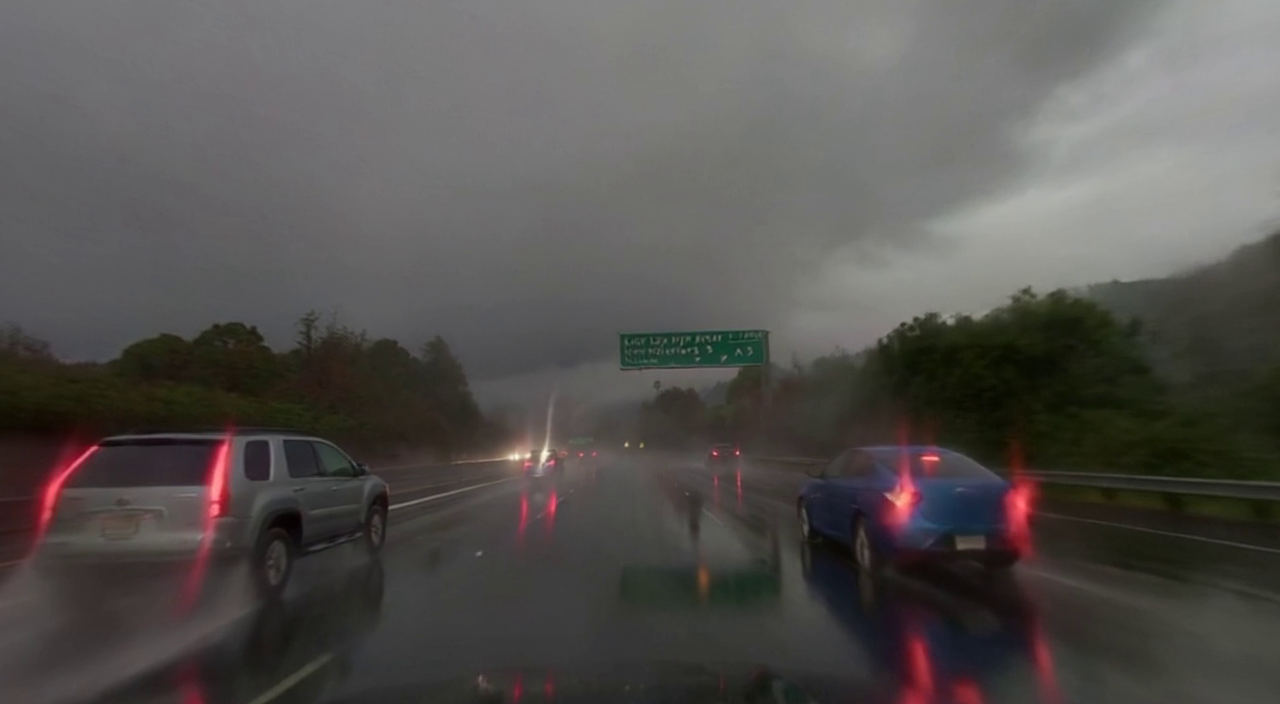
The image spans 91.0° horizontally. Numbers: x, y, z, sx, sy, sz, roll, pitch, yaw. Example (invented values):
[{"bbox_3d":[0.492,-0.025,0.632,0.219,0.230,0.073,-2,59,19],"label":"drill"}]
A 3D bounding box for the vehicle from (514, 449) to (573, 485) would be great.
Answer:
[{"bbox_3d":[-4.224,5.101,28.274,2.009,1.488,4.289,0,-9,0],"label":"vehicle"}]

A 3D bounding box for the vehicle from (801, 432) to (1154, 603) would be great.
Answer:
[{"bbox_3d":[3.721,1.890,8.119,2.120,1.572,4.344,0,-9,0],"label":"vehicle"}]

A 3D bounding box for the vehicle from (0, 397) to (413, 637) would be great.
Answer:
[{"bbox_3d":[-4.303,1.538,6.819,2.079,1.745,4.281,0,-9,0],"label":"vehicle"}]

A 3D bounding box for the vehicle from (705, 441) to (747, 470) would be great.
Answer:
[{"bbox_3d":[6.679,8.087,49.441,2.378,2.096,5.119,0,-9,-3],"label":"vehicle"}]
